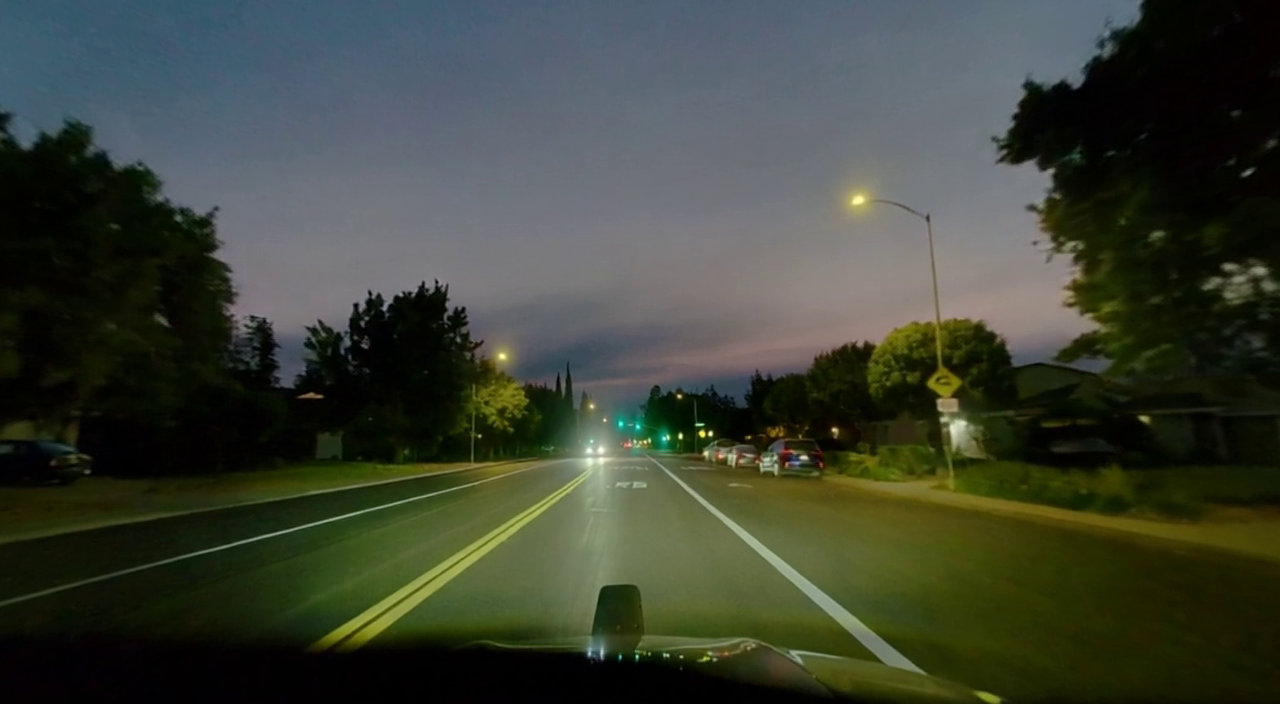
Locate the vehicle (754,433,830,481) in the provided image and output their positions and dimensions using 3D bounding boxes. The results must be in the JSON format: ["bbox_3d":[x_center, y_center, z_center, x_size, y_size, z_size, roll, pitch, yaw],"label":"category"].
[{"bbox_3d":[6.500,4.517,27.519,2.099,1.878,4.476,0,-8,-1],"label":"vehicle"}]

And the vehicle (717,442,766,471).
[{"bbox_3d":[6.236,6.434,39.256,2.226,1.682,4.461,0,-8,-1],"label":"vehicle"}]

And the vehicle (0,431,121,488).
[{"bbox_3d":[-19.662,3.364,20.047,4.497,1.674,2.168,-1,-8,4],"label":"vehicle"}]
